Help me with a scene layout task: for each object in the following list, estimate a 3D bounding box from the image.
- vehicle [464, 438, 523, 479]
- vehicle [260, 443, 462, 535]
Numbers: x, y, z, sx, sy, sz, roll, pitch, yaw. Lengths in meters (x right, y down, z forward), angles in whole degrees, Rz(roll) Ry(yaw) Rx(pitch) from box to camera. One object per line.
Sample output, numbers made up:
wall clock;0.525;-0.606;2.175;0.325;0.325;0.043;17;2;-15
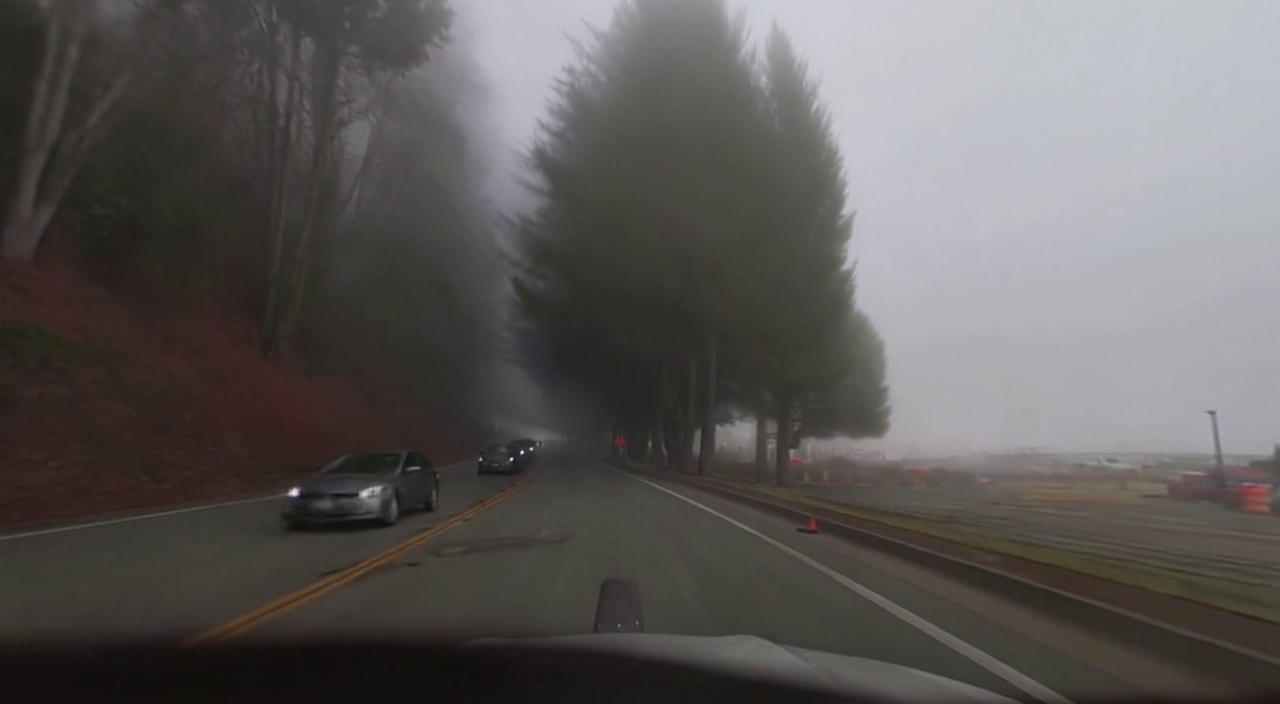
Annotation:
vehicle;-6.395;4.675;28.050;2.001;1.642;3.942;0;-8;-5
vehicle;-4.981;2.465;12.064;1.975;1.415;4.194;0;-8;-1
